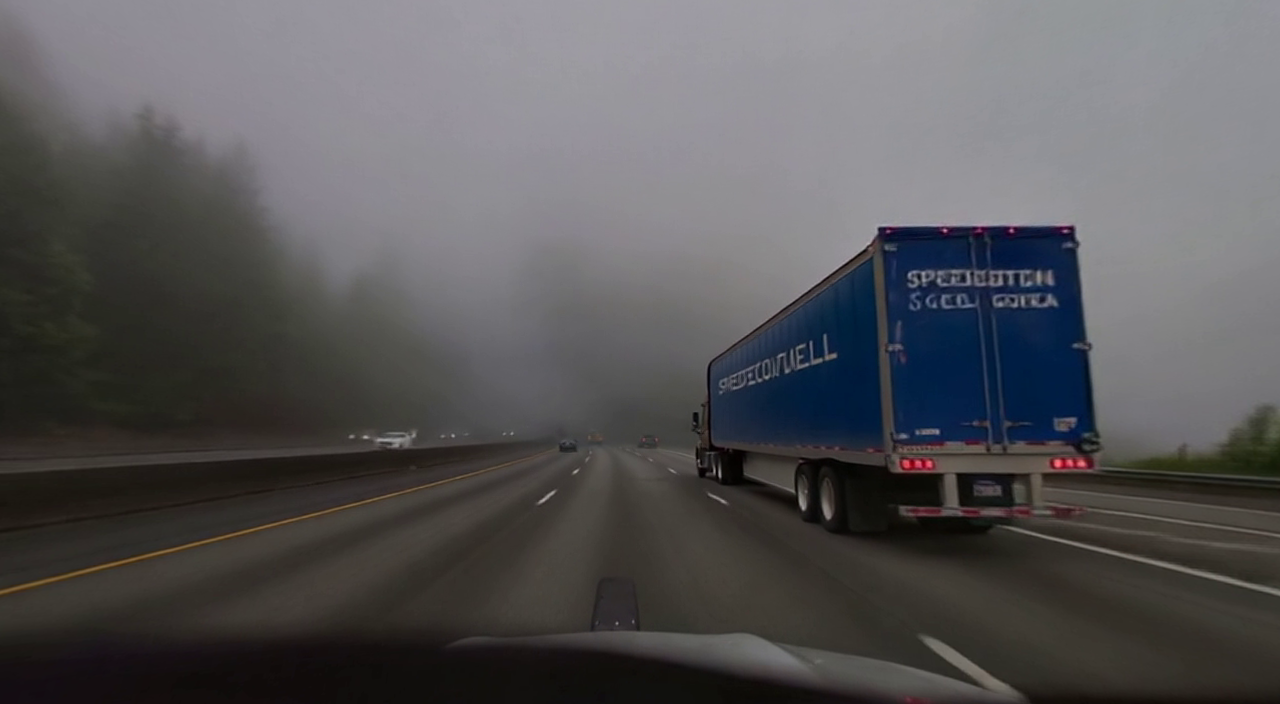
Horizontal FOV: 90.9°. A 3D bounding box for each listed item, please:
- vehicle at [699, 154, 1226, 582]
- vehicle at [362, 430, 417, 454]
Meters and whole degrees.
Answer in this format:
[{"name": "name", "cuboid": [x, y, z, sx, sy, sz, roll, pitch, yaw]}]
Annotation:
[{"name": "vehicle", "cuboid": [3.640, 1.019, 13.059, 2.910, 4.051, 14.278, 0, -8, -2]}, {"name": "vehicle", "cuboid": [-16.307, 5.892, 41.232, 1.915, 1.481, 4.479, 0, -8, -2]}]
